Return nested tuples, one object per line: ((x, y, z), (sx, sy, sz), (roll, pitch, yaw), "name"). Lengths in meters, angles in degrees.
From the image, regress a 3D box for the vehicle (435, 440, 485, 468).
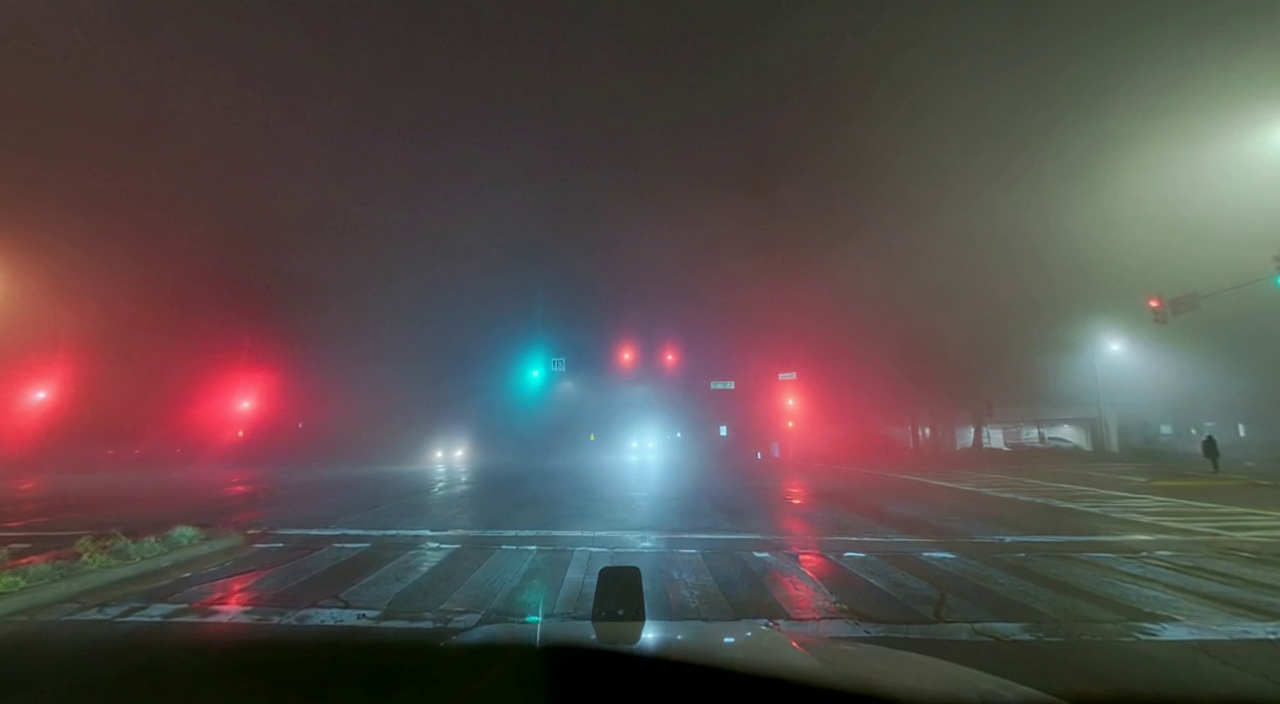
((-11.966, 6.802, 42.314), (2.080, 1.763, 4.341), (0, -8, 0), "vehicle")

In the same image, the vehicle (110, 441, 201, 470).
((-34.916, 7.420, 45.735), (2.204, 1.955, 5.518), (0, -8, 0), "vehicle")

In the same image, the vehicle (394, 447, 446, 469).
((-15.515, 7.446, 44.788), (2.056, 1.450, 4.343), (0, -8, 0), "vehicle")

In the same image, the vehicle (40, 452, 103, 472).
((-41.590, 8.029, 46.290), (1.552, 1.339, 3.340), (-2, -9, -1), "vehicle")

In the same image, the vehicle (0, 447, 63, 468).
((-45.268, 7.760, 46.591), (1.858, 1.467, 3.624), (0, -8, 0), "vehicle")
